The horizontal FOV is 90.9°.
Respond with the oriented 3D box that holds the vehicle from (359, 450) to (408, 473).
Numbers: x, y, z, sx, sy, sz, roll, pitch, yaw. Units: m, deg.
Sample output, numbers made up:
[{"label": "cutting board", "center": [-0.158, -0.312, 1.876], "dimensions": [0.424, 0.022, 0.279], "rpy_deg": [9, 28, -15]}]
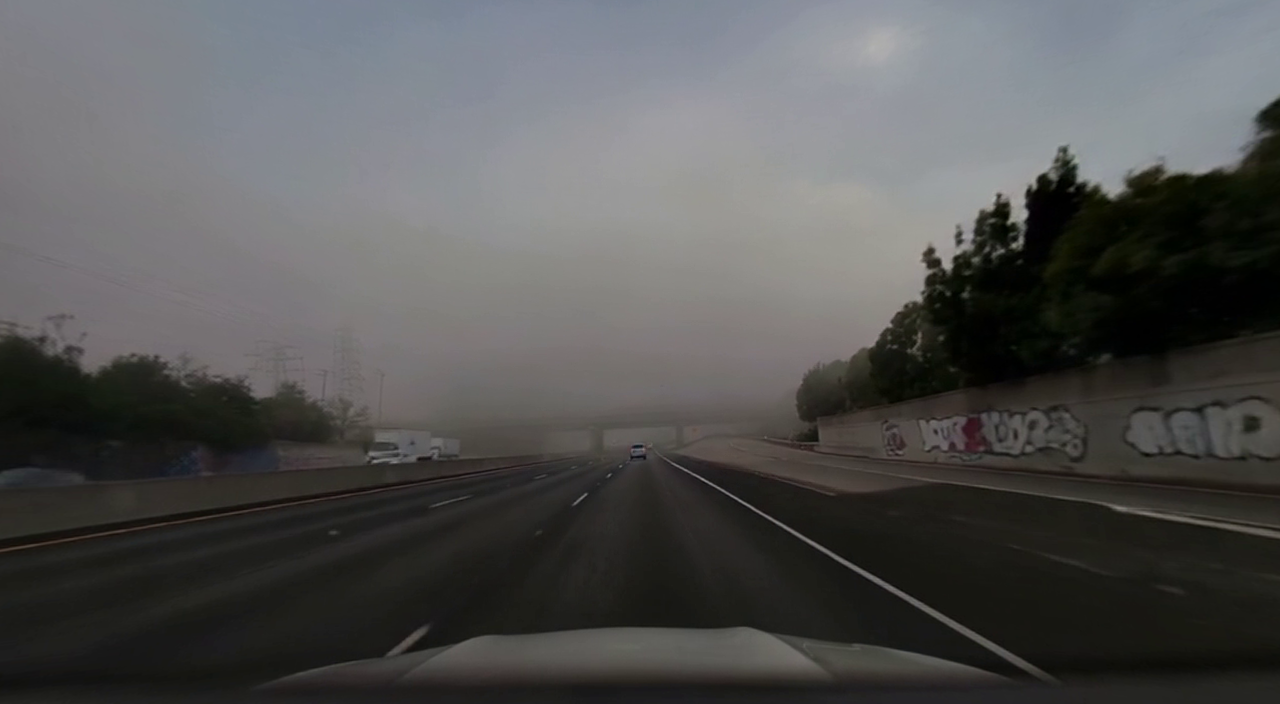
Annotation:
[{"label": "vehicle", "center": [-19.903, 8.481, 49.113], "dimensions": [2.001, 1.657, 4.120], "rpy_deg": [0, -9, 1]}]
